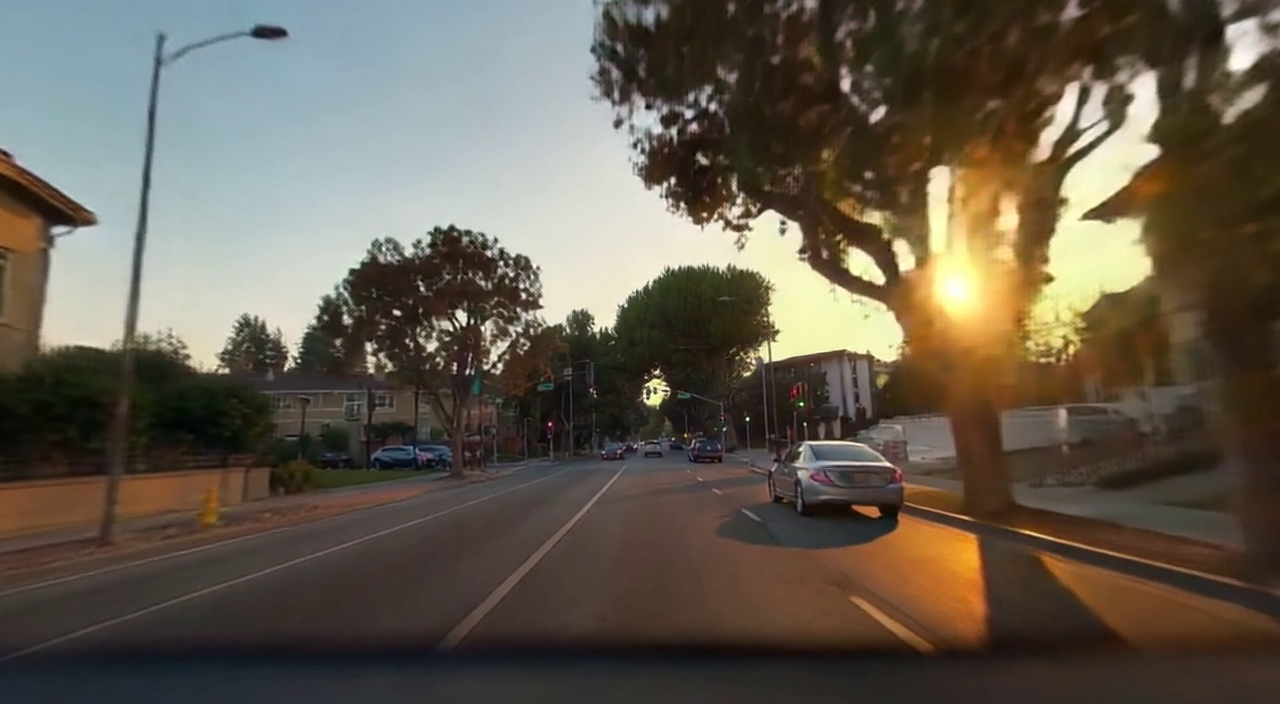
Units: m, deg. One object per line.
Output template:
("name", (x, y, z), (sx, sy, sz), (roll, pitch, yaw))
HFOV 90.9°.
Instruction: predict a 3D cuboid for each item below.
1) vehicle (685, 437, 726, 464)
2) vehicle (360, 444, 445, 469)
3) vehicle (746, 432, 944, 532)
("vehicle", (3.987, 6.120, 39.117), (2.035, 1.564, 4.719), (0, -9, -1))
("vehicle", (-17.390, 7.668, 46.277), (5.361, 1.767, 2.179), (-1, -9, 5))
("vehicle", (3.483, 2.316, 11.921), (2.072, 1.471, 4.834), (0, -9, -1))
